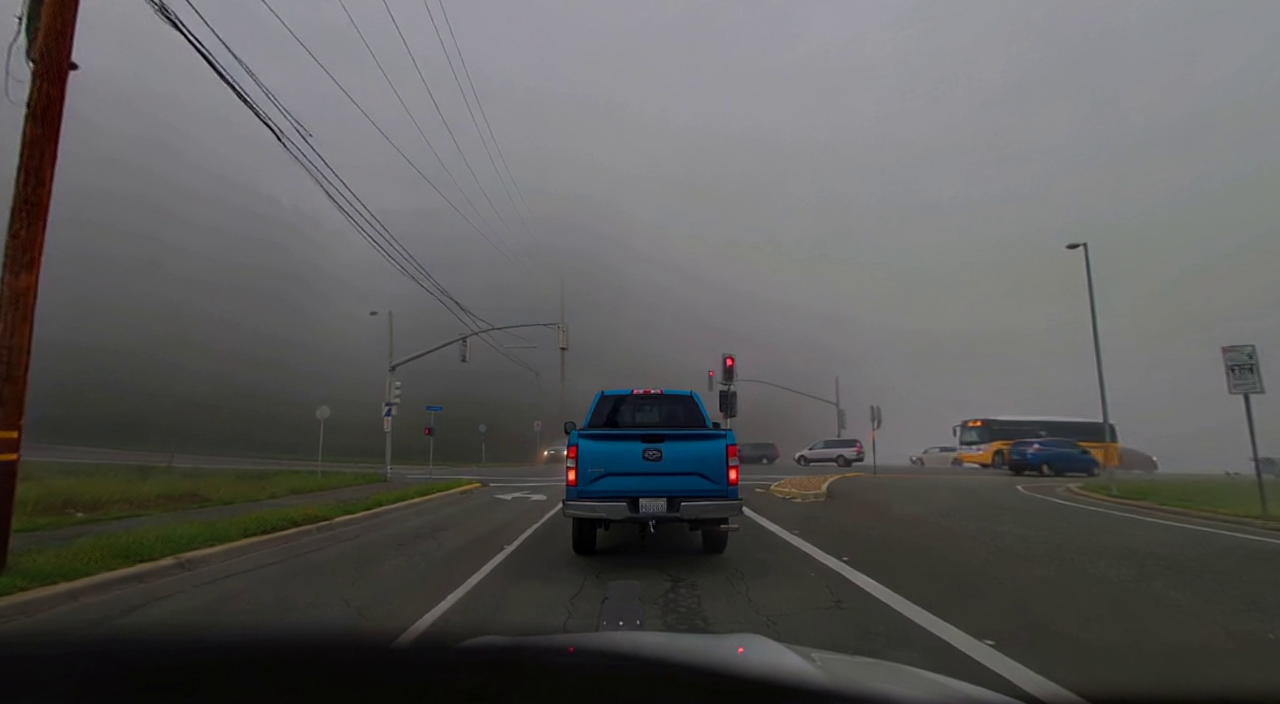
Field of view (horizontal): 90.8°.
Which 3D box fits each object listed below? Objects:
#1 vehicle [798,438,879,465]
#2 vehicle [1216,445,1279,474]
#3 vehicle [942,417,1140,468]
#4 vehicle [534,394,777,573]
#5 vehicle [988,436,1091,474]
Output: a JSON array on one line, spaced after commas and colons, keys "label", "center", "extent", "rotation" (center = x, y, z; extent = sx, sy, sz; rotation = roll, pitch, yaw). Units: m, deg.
[{"label": "vehicle", "center": [14.319, 7.234, 45.873], "extent": [5.235, 1.878, 2.107], "rotation": [-1, -8, 5]}, {"label": "vehicle", "center": [41.325, 6.991, 41.265], "extent": [5.426, 1.728, 1.999], "rotation": [0, -8, -2]}, {"label": "vehicle", "center": [26.046, 5.937, 41.424], "extent": [10.726, 3.128, 3.003], "rotation": [-1, -8, 1]}, {"label": "vehicle", "center": [0.123, 1.870, 9.901], "extent": [2.707, 1.964, 5.485], "rotation": [0, -8, -1]}, {"label": "vehicle", "center": [17.617, 4.488, 27.814], "extent": [4.520, 1.496, 2.060], "rotation": [5, -10, -33]}]
